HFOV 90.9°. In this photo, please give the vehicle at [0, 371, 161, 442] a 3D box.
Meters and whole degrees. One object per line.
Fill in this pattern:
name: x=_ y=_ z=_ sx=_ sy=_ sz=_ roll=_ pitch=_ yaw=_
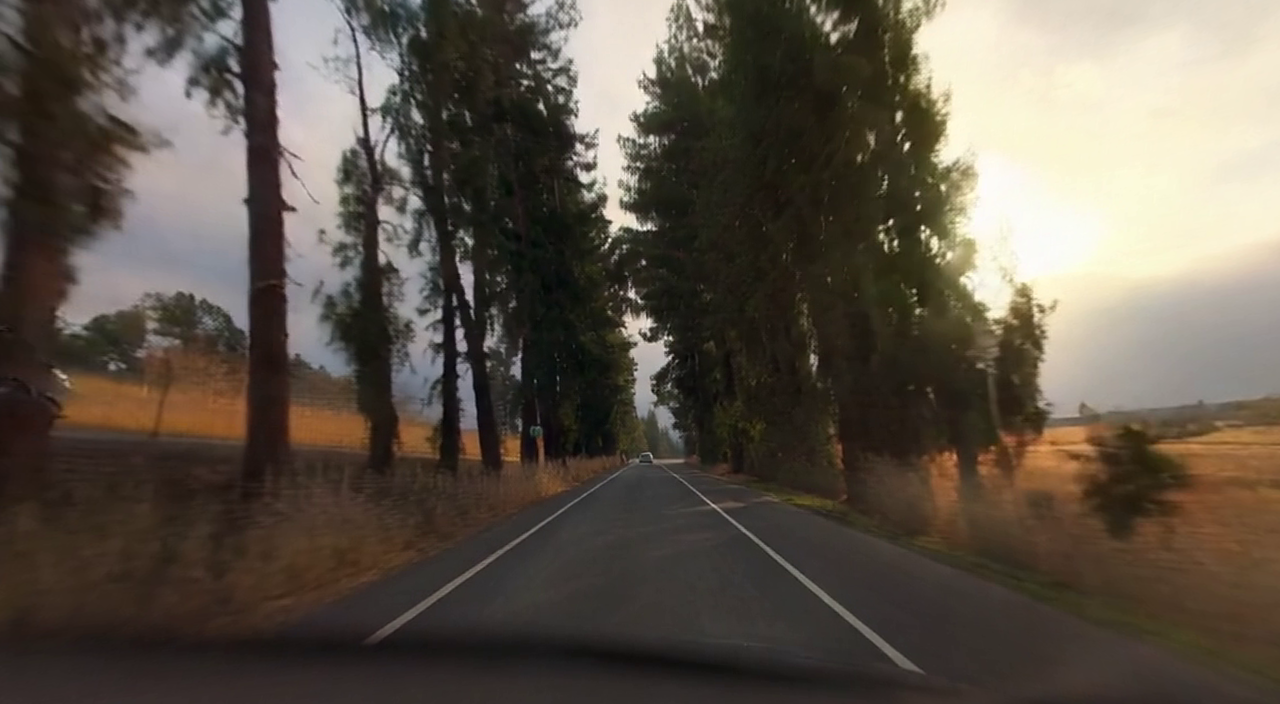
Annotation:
vehicle: x=-19.077 y=1.923 z=20.643 sx=2.339 sy=1.956 sz=5.312 roll=-1 pitch=-8 yaw=4
